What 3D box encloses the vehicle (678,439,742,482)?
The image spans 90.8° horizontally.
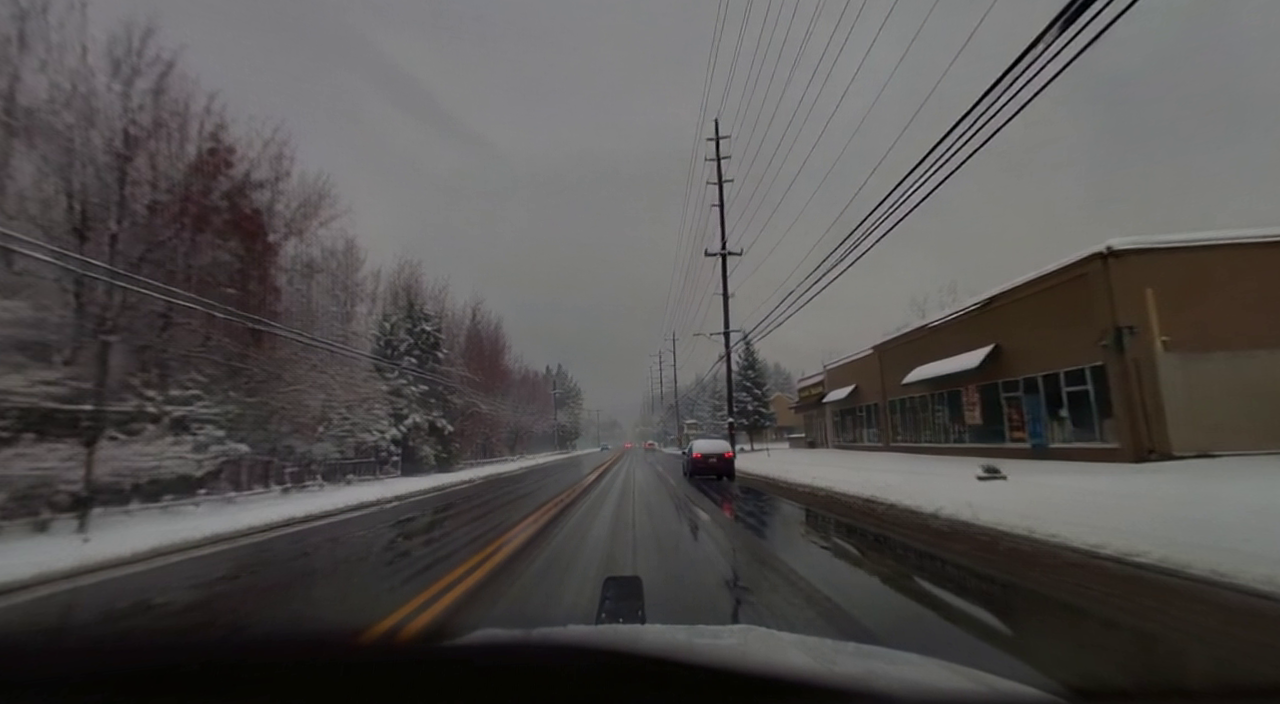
[{"bbox_3d":[2.633,4.192,24.648,1.975,1.497,3.647,0,-9,-1],"label":"vehicle"}]
